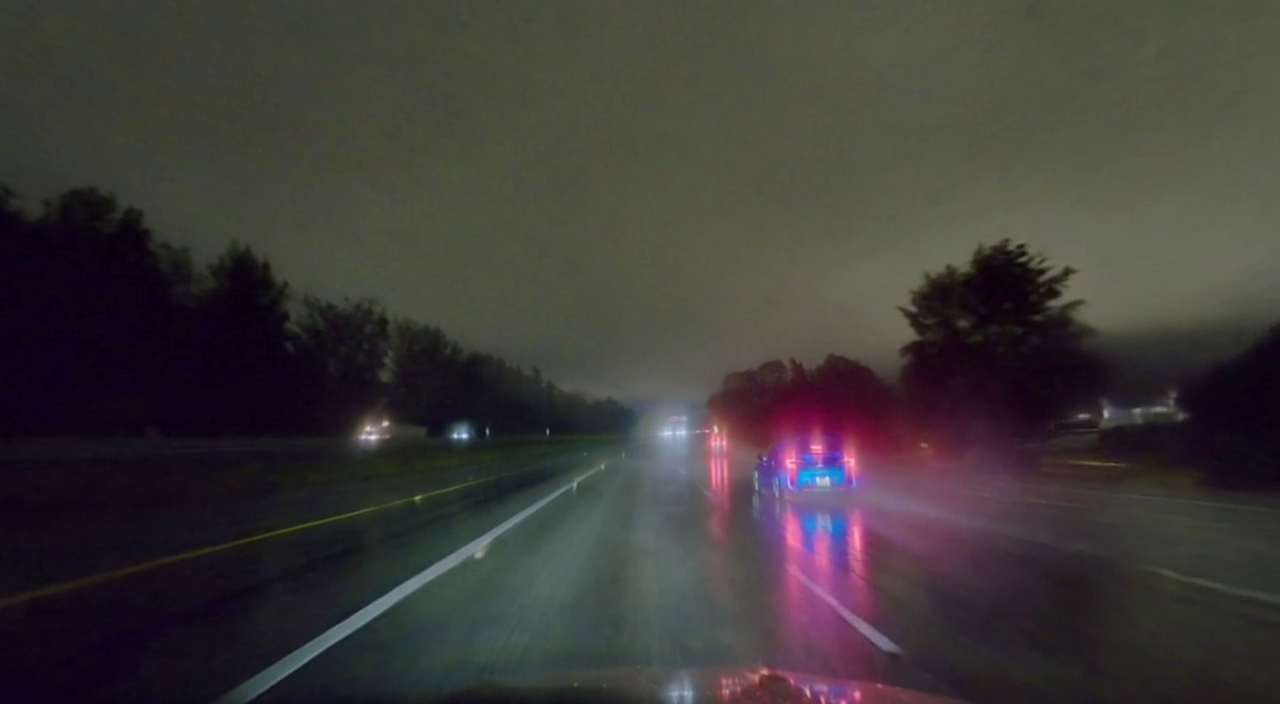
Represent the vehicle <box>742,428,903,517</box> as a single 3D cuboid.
[{"bbox_3d":[3.578,2.450,13.356,2.050,1.546,4.344,0,-8,-1],"label":"vehicle"}]
